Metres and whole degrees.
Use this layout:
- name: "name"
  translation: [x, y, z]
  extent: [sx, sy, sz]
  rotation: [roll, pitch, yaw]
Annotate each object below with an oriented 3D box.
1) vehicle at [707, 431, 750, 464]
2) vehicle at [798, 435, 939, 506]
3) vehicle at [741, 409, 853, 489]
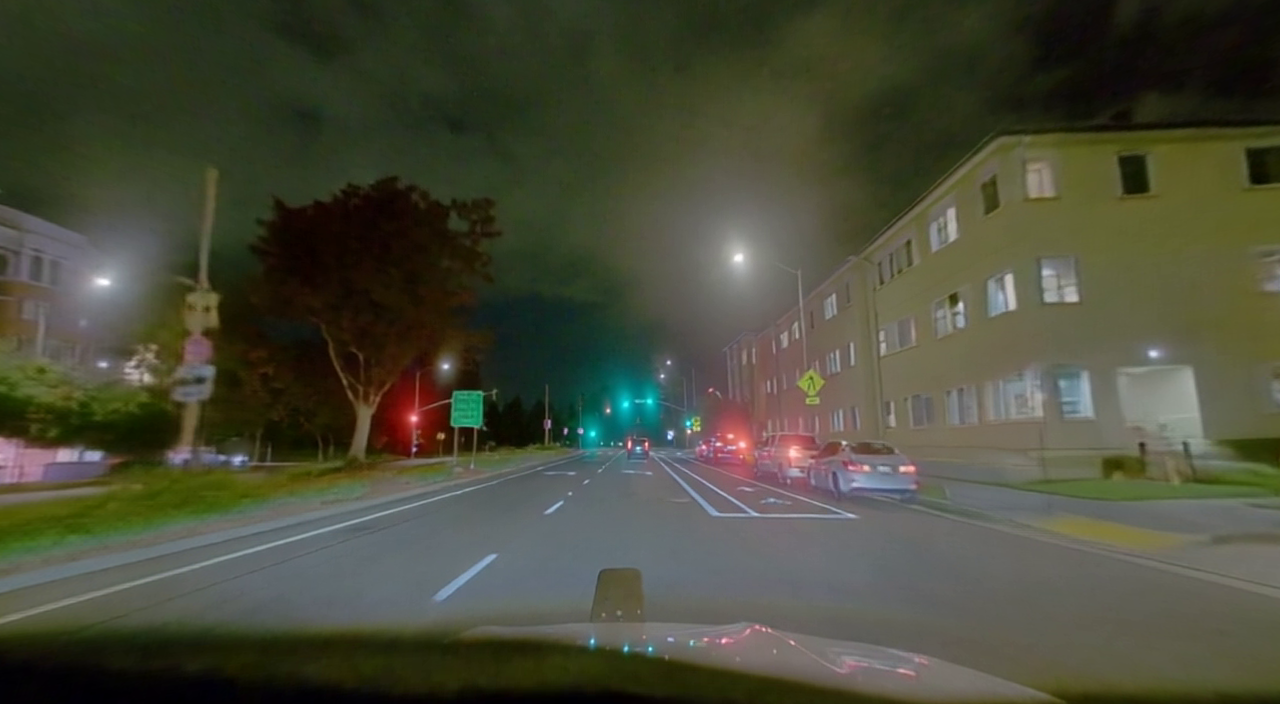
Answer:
- name: "vehicle"
  translation: [5.557, 6.053, 40.264]
  extent: [2.008, 1.930, 4.919]
  rotation: [0, -8, 1]
- name: "vehicle"
  translation: [5.719, 3.013, 16.527]
  extent: [1.940, 1.584, 4.553]
  rotation: [0, -9, 0]
- name: "vehicle"
  translation: [5.433, 3.524, 23.014]
  extent: [2.324, 2.468, 6.422]
  rotation: [0, -9, -1]
